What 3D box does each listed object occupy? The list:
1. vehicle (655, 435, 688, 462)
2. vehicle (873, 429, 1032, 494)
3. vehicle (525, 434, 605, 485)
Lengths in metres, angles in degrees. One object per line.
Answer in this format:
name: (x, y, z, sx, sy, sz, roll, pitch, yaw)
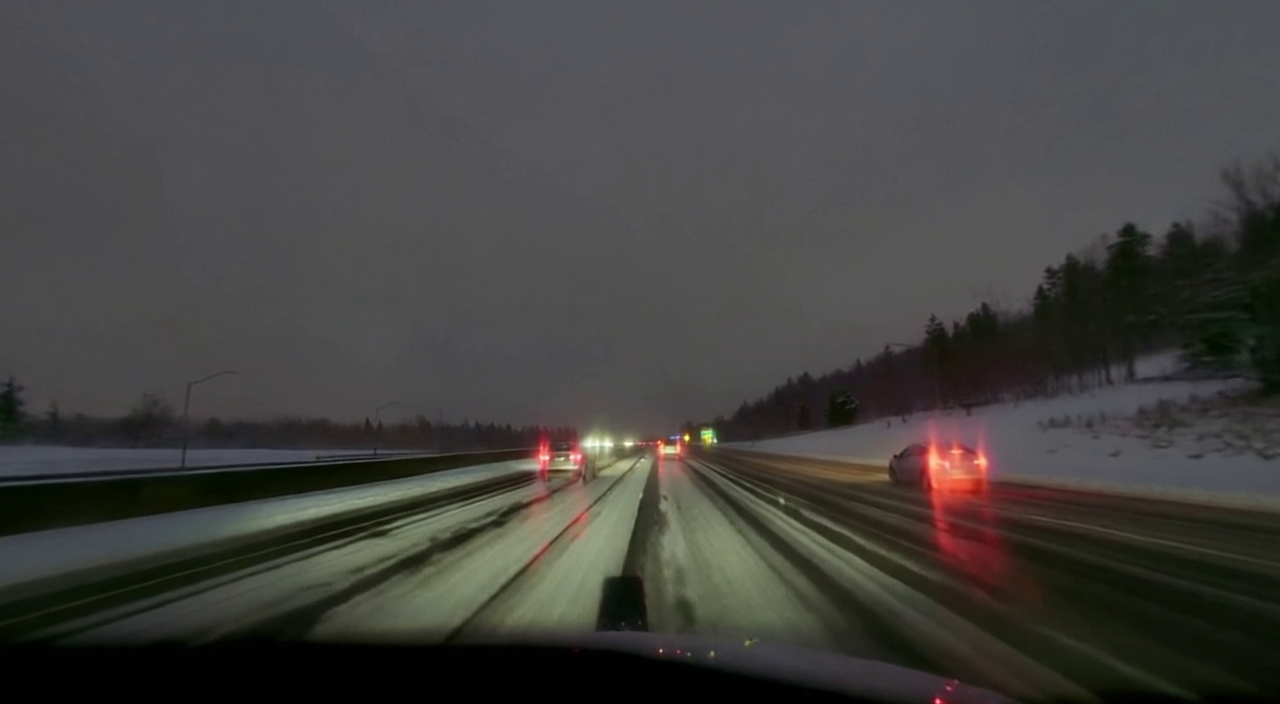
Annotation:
vehicle: (2.064, 6.470, 42.107, 2.063, 1.698, 4.355, 0, -8, 2)
vehicle: (8.314, 2.957, 17.373, 1.870, 1.493, 5.015, 0, -8, 1)
vehicle: (-2.433, 3.643, 21.509, 2.050, 1.546, 4.344, -1, -8, 2)
